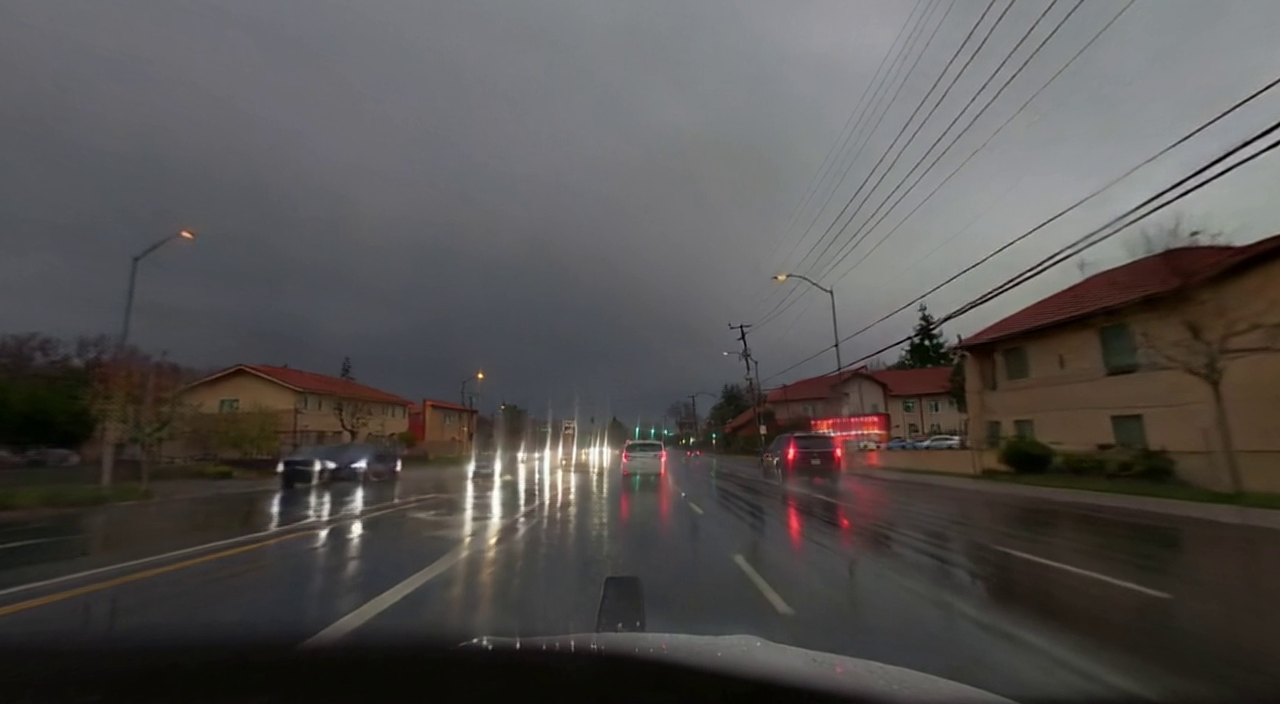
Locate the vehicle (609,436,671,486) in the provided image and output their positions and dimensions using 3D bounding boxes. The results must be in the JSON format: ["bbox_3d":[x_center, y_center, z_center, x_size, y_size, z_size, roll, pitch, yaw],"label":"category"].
[{"bbox_3d":[-0.035,4.066,23.741,2.138,1.702,4.168,0,-9,-1],"label":"vehicle"}]

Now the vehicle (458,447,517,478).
[{"bbox_3d":[-7.993,5.824,33.474,1.941,1.514,4.618,0,-9,0],"label":"vehicle"}]

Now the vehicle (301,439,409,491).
[{"bbox_3d":[-11.030,4.383,24.817,2.078,1.825,4.611,0,-9,-1],"label":"vehicle"}]

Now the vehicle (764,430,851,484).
[{"bbox_3d":[6.315,4.011,24.264,2.061,1.889,4.268,0,-9,-1],"label":"vehicle"}]
